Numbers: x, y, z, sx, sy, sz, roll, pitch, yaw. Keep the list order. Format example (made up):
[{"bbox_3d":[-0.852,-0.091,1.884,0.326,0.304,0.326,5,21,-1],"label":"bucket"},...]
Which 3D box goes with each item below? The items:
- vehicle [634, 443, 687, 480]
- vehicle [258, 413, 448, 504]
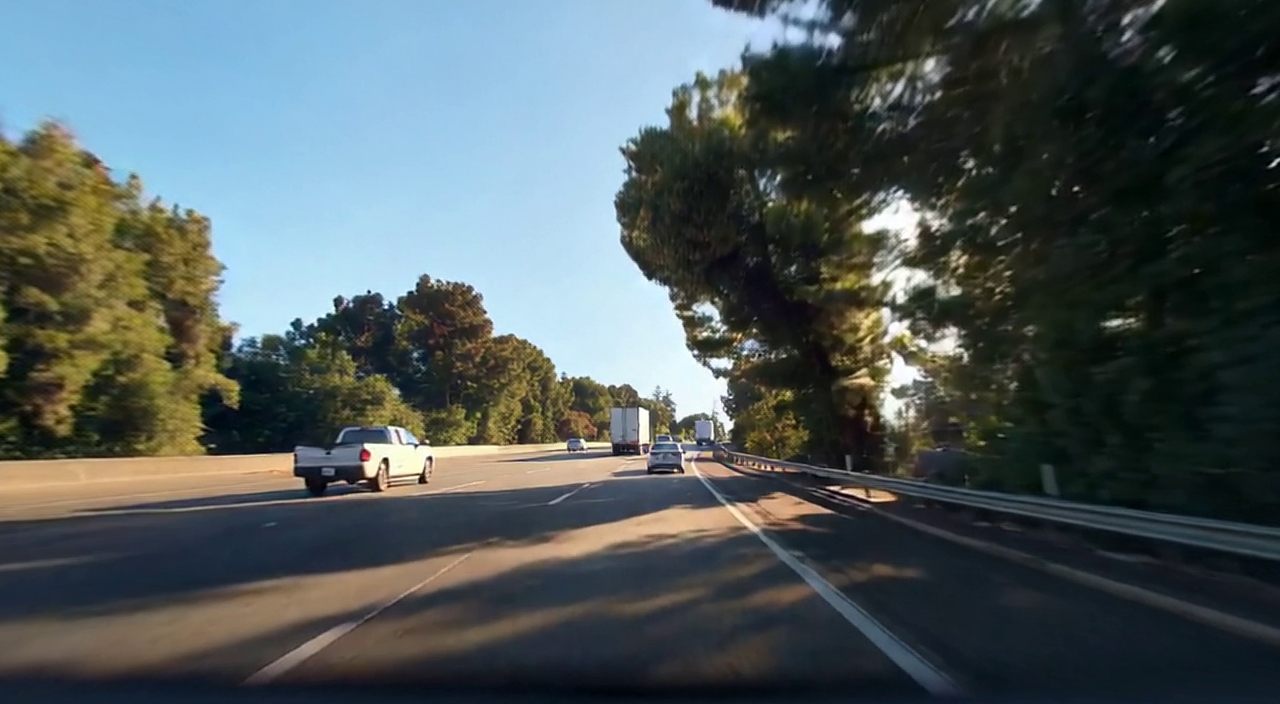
[{"bbox_3d":[0.885,4.392,25.643,1.984,1.365,3.767,0,-8,3],"label":"vehicle"},{"bbox_3d":[-6.668,2.546,15.458,2.142,1.833,4.854,0,-8,3],"label":"vehicle"}]
